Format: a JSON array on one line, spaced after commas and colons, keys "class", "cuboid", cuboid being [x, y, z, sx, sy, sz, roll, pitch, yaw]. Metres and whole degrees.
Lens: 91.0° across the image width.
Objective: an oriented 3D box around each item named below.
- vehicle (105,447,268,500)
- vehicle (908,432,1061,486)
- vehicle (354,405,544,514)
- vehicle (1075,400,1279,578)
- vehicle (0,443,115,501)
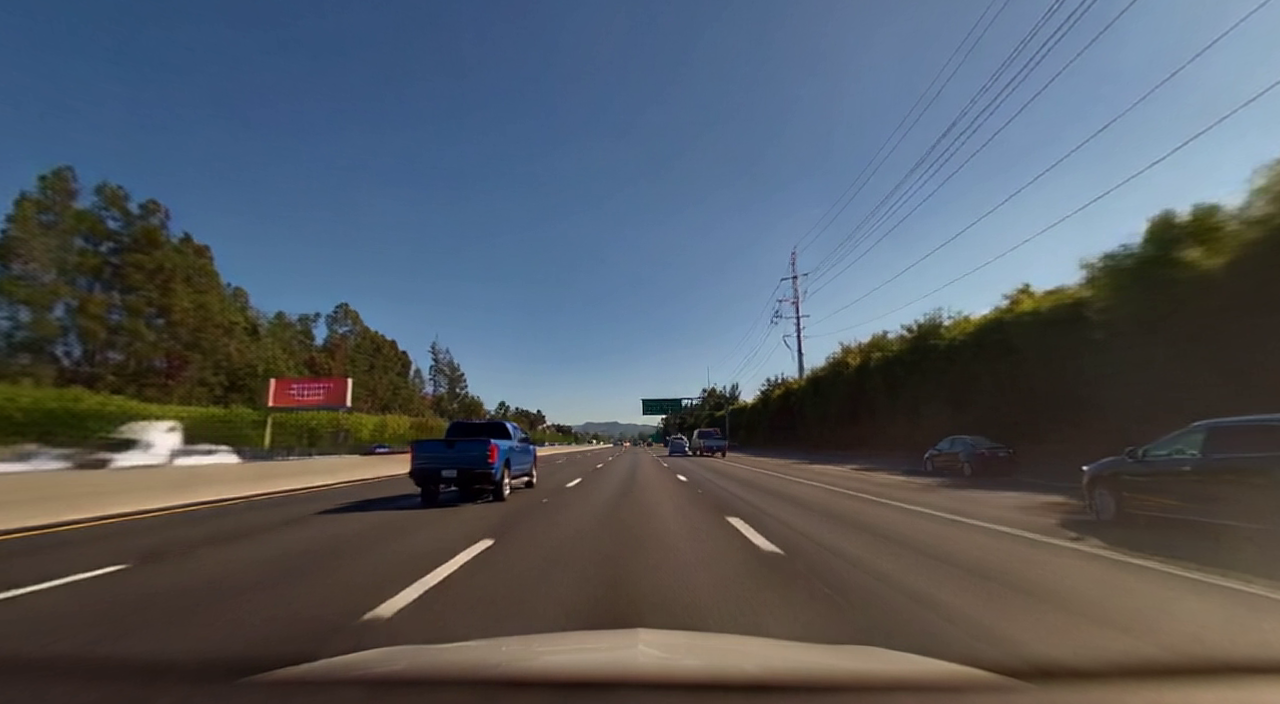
[{"class": "vehicle", "cuboid": [-14.224, 3.791, 20.151, 1.892, 1.475, 4.443, 0, -8, 1]}, {"class": "vehicle", "cuboid": [10.534, 3.316, 19.761, 2.076, 1.470, 4.644, 0, -8, -1]}, {"class": "vehicle", "cuboid": [-4.050, 2.460, 14.920, 2.508, 2.023, 6.176, 0, -8, 1]}, {"class": "vehicle", "cuboid": [6.978, 1.344, 6.325, 1.976, 1.646, 4.370, 0, -8, -1]}, {"class": "vehicle", "cuboid": [-21.917, 4.109, 21.840, 2.200, 1.857, 6.007, 0, -8, 0]}]
